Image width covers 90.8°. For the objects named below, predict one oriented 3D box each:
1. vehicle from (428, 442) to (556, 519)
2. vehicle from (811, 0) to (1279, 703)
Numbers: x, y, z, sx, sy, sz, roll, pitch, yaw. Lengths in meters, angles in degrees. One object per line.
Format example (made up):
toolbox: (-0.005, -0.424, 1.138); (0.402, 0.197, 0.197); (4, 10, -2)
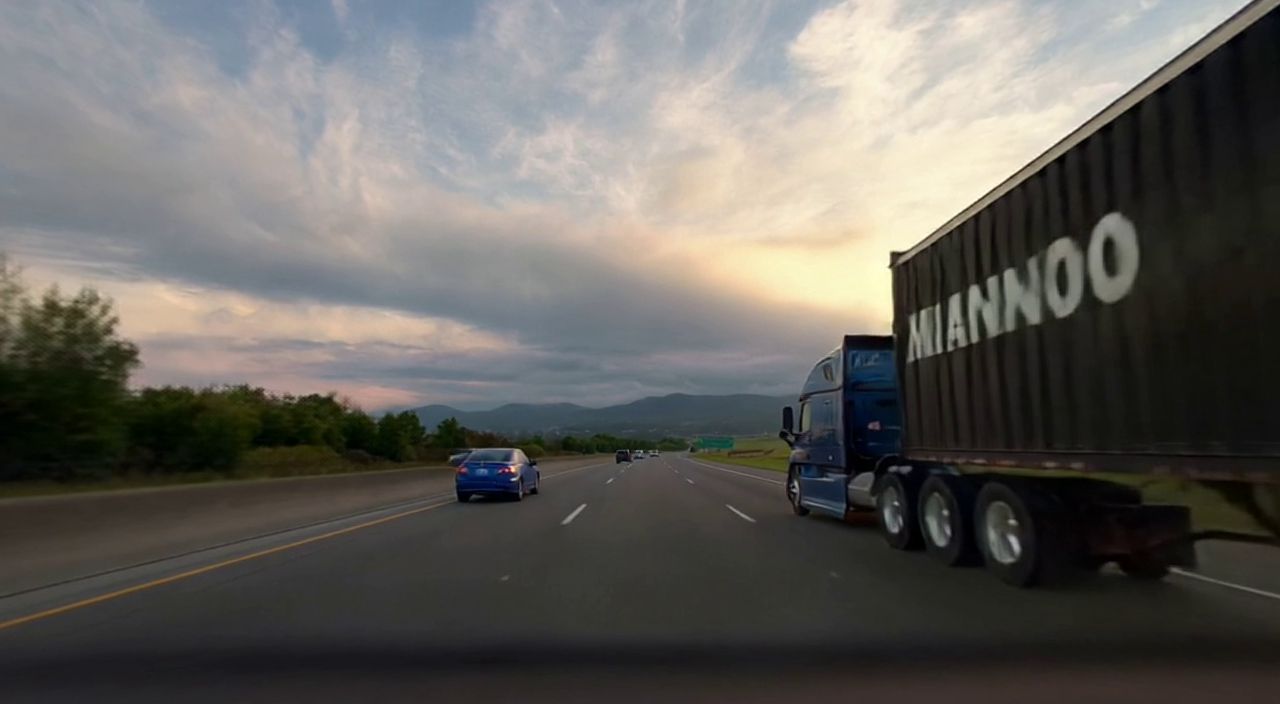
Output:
vehicle: (-3.286, 2.930, 14.958); (1.945, 1.537, 4.294); (0, -9, 1)
vehicle: (4.478, -0.035, 3.878); (2.832, 4.034, 13.924); (0, -9, -1)
